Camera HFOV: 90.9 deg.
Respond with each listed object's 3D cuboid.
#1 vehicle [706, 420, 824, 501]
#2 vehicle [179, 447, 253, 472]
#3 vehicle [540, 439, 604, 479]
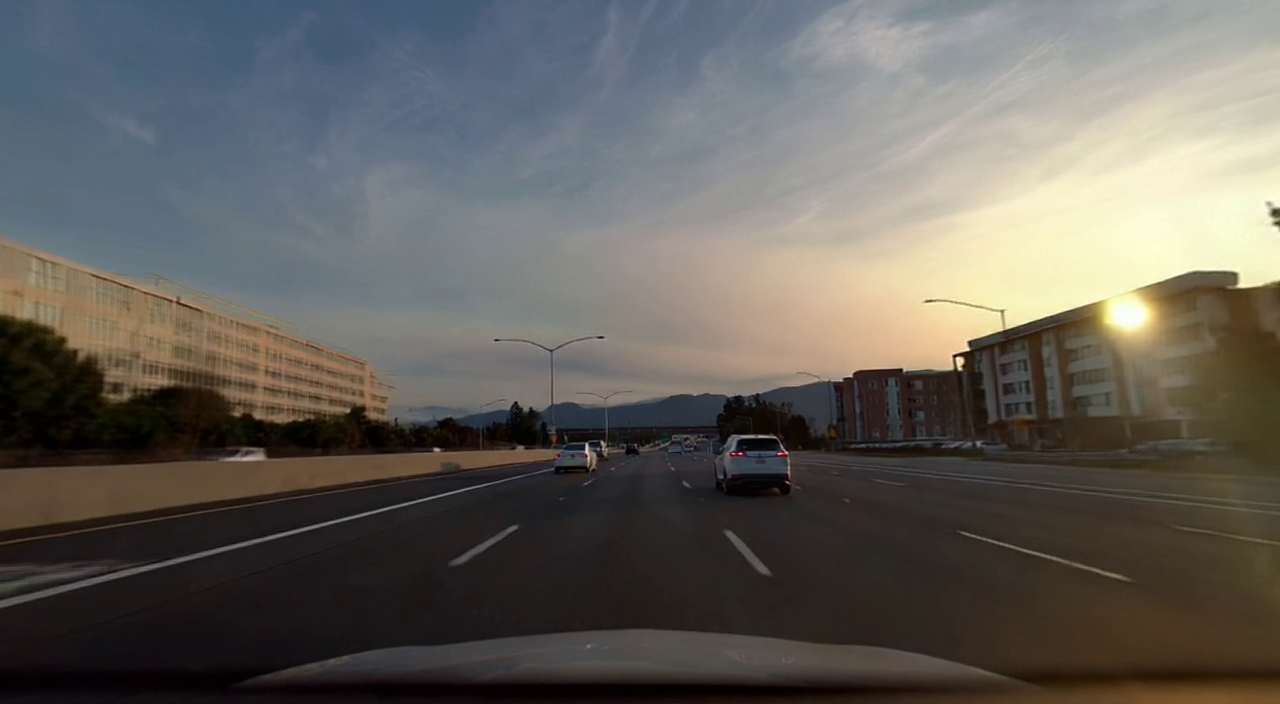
[{"bbox_3d":[3.130,2.847,16.927,2.148,1.852,4.835,0,-8,0],"label":"vehicle"},{"bbox_3d":[-25.522,6.460,38.103,1.912,1.456,3.591,0,-9,0],"label":"vehicle"},{"bbox_3d":[-2.851,4.617,27.492,2.080,1.542,4.718,-1,-8,2],"label":"vehicle"}]
